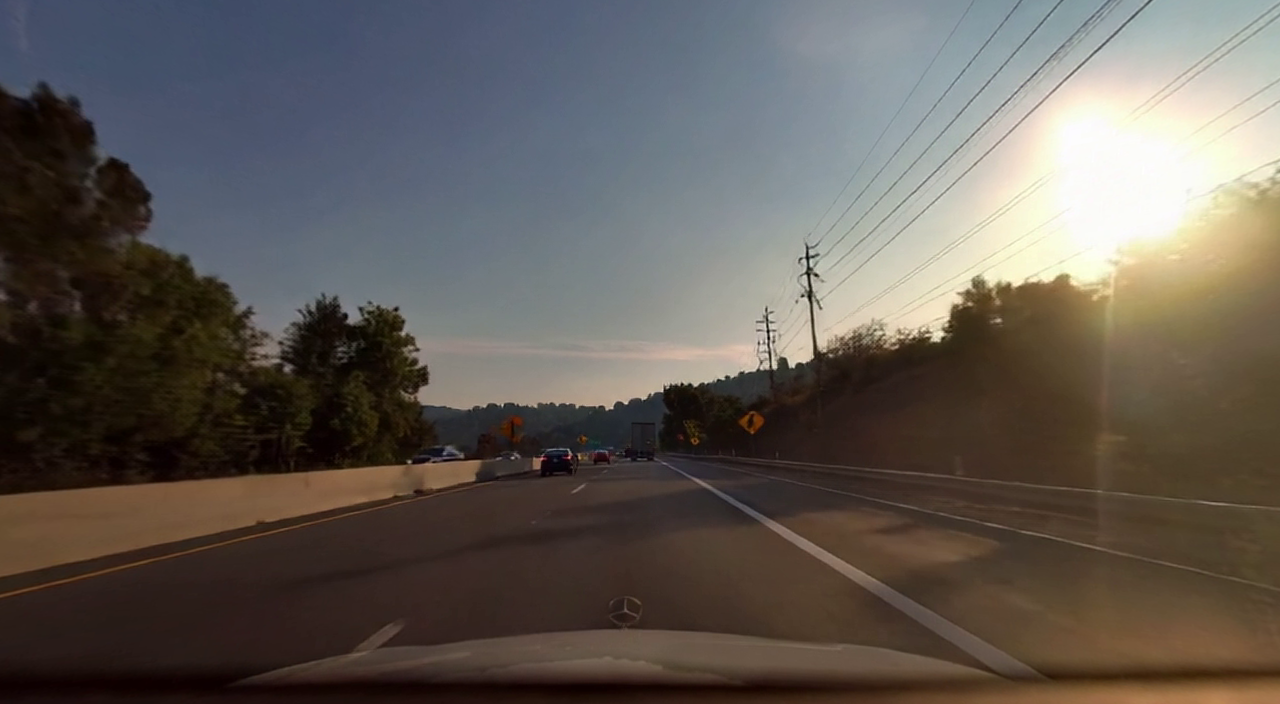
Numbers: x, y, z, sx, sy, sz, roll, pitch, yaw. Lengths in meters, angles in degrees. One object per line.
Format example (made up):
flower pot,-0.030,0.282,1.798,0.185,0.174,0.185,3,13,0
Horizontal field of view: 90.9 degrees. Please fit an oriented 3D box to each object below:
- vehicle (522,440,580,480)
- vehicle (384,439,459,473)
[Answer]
vehicle,-4.053,5.006,29.538,2.111,1.735,4.066,0,-9,0
vehicle,-11.798,5.663,34.411,2.228,1.677,5.206,0,-9,0
